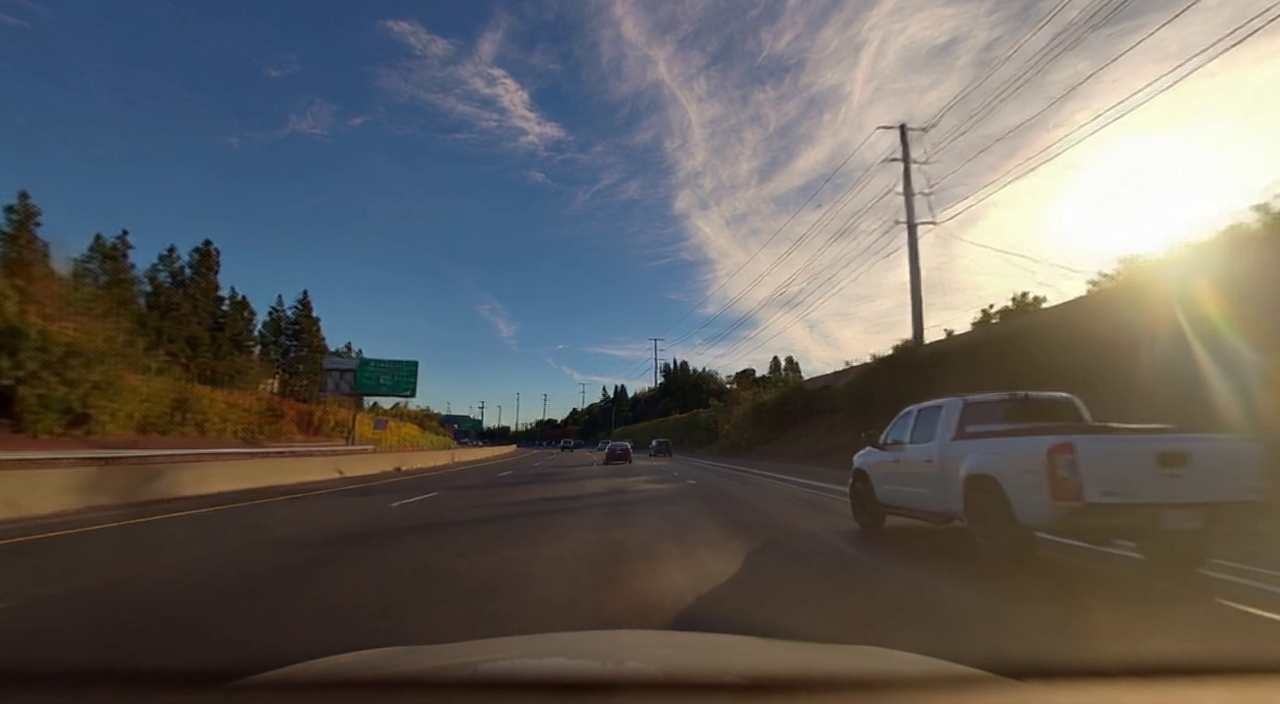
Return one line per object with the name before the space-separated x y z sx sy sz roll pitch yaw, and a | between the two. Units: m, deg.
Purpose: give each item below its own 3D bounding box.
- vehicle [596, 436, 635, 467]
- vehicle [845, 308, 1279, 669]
vehicle | -1.518 5.913 37.645 2.188 1.714 3.921 0 -8 -4
vehicle | 4.446 1.170 6.609 2.504 2.033 5.979 0 -8 -1
